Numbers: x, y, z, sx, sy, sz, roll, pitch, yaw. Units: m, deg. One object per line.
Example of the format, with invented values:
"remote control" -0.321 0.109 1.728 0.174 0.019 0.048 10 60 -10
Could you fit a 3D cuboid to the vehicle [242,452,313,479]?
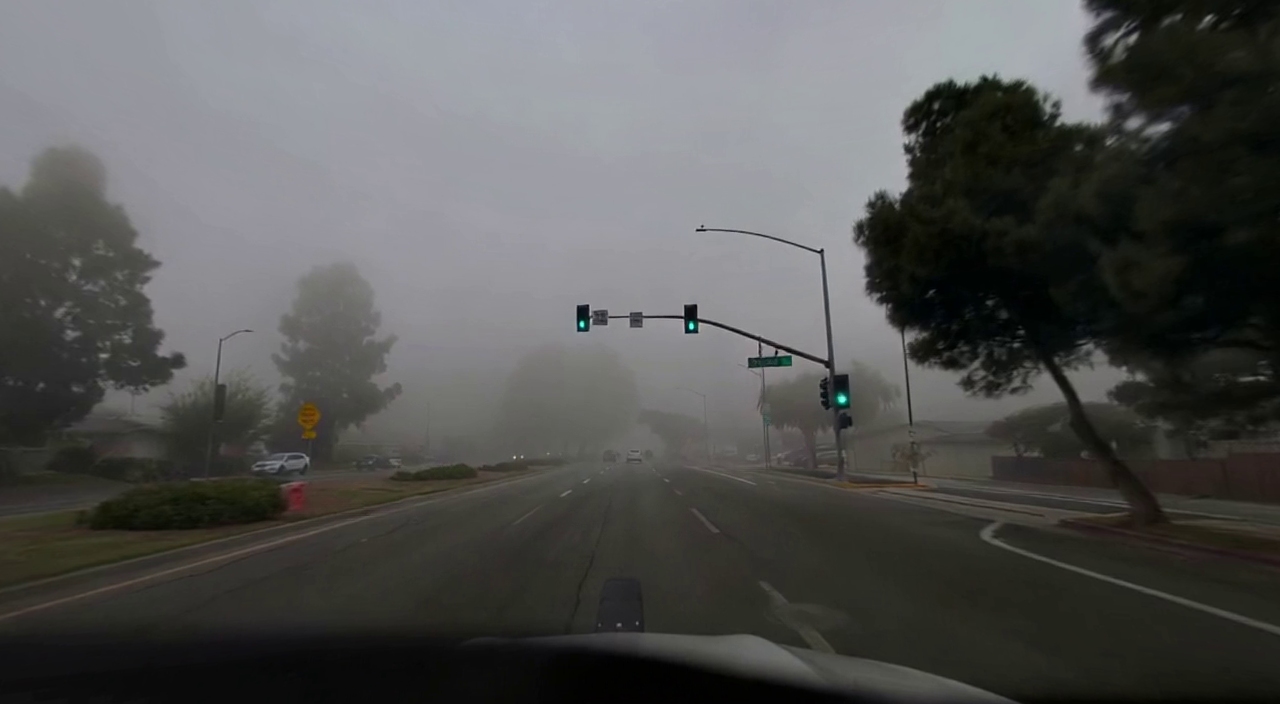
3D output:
"vehicle" -25.286 7.932 44.328 1.908 1.719 4.972 0 -9 1
